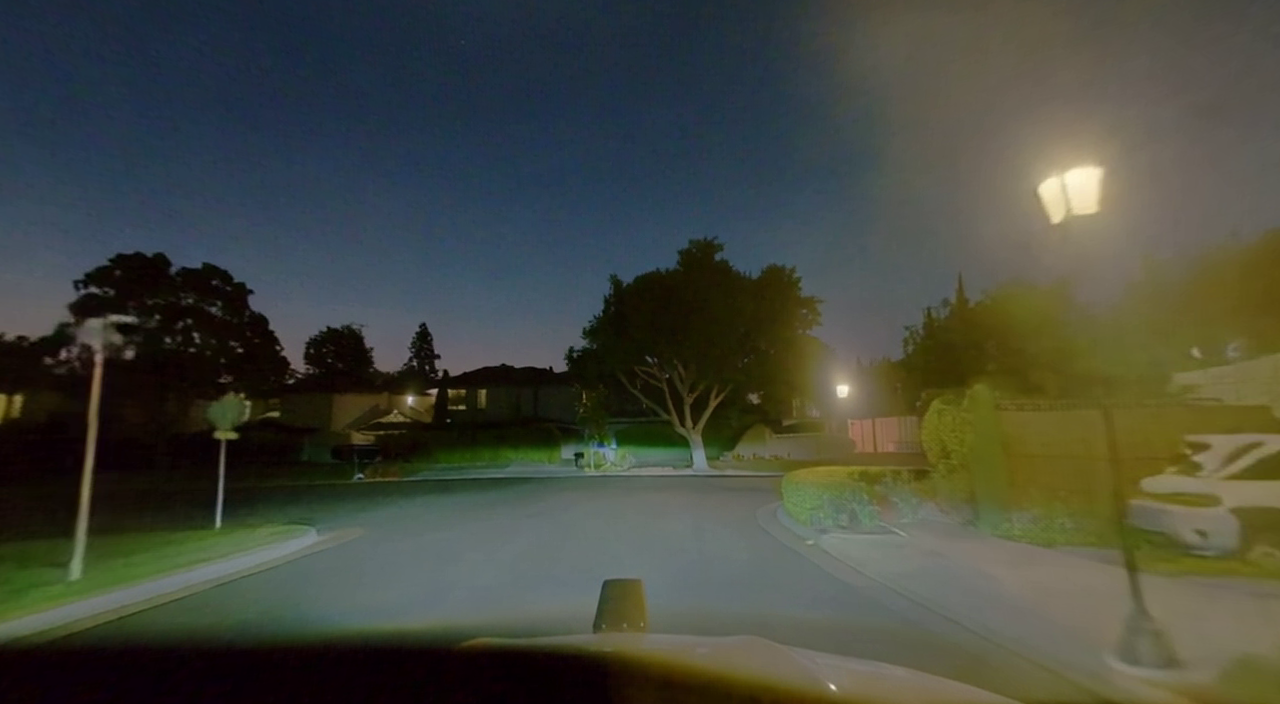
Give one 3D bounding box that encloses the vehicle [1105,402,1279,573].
[{"bbox_3d":[8.887,1.572,7.535,4.801,1.788,2.073,-1,-9,6],"label":"vehicle"}]
